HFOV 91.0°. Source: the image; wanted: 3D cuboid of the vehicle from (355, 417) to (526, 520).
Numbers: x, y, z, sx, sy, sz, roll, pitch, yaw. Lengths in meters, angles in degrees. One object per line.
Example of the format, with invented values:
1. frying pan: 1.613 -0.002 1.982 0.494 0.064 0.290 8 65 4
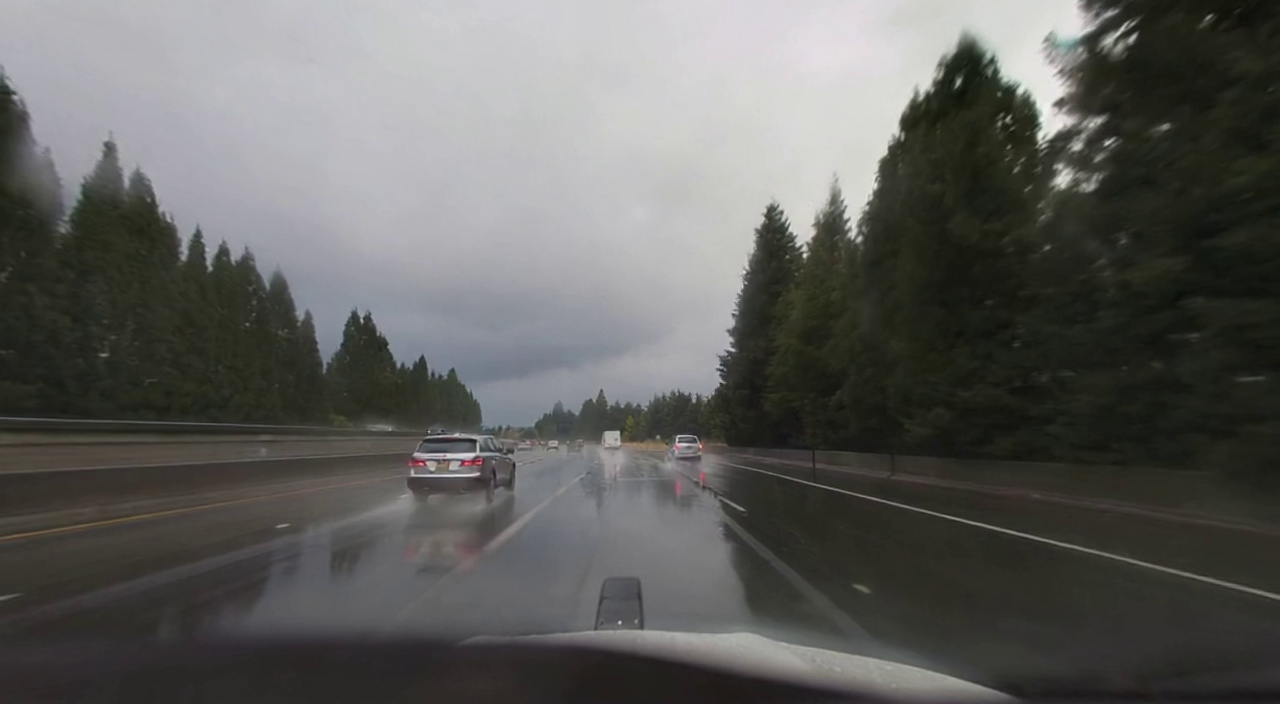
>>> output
1. vehicle: -3.662 2.234 12.505 2.002 1.680 4.301 0 -9 -1

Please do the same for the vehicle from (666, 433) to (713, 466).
1. vehicle: 2.671 5.400 34.899 2.053 1.698 4.097 0 -9 -3
